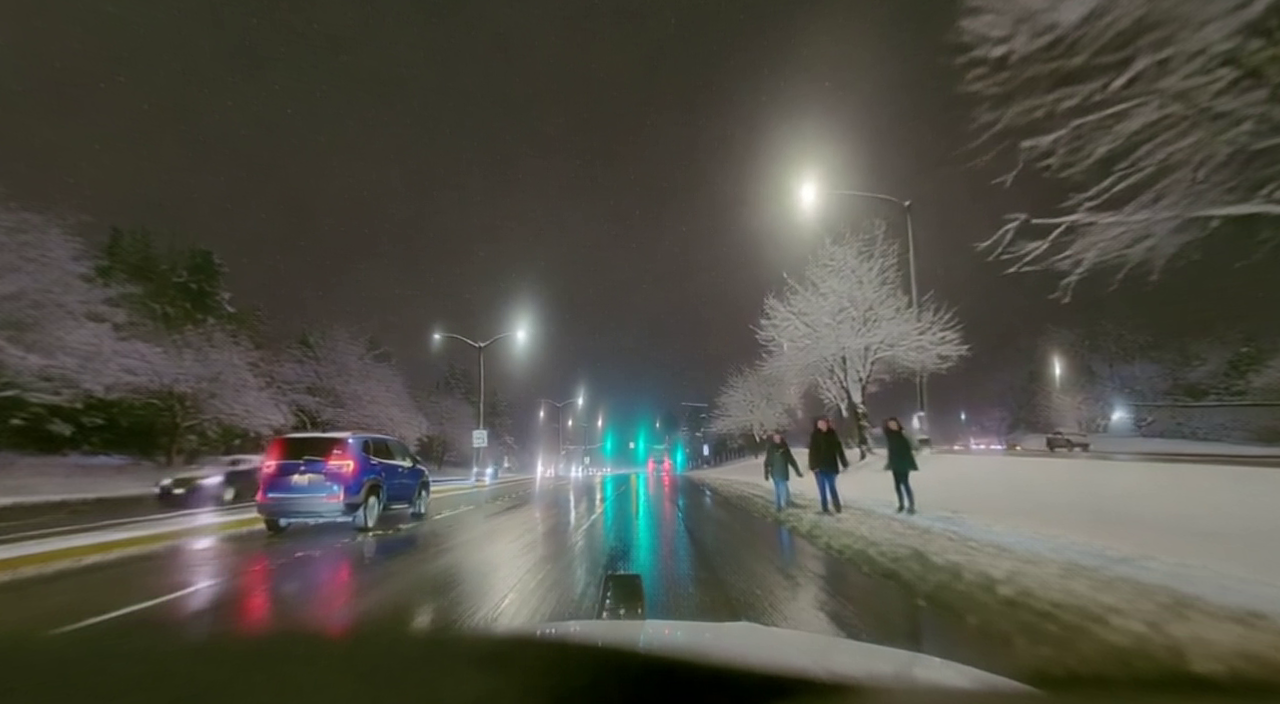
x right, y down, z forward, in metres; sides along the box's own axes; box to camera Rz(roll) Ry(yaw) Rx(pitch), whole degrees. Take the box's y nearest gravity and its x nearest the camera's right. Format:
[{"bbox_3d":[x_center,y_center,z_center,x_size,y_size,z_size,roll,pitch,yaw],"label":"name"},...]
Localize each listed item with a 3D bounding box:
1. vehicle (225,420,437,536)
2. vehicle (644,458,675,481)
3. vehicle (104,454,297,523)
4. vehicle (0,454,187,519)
[{"bbox_3d":[-5.867,2.450,12.731,2.027,1.908,4.273,-1,-9,1],"label":"vehicle"},{"bbox_3d":[1.376,8.373,45.182,2.091,1.494,3.962,0,-9,0],"label":"vehicle"},{"bbox_3d":[-11.966,3.697,17.722,2.064,1.515,5.056,0,-8,-4],"label":"vehicle"},{"bbox_3d":[-15.728,3.767,18.190,1.997,1.603,4.404,0,-9,0],"label":"vehicle"}]
